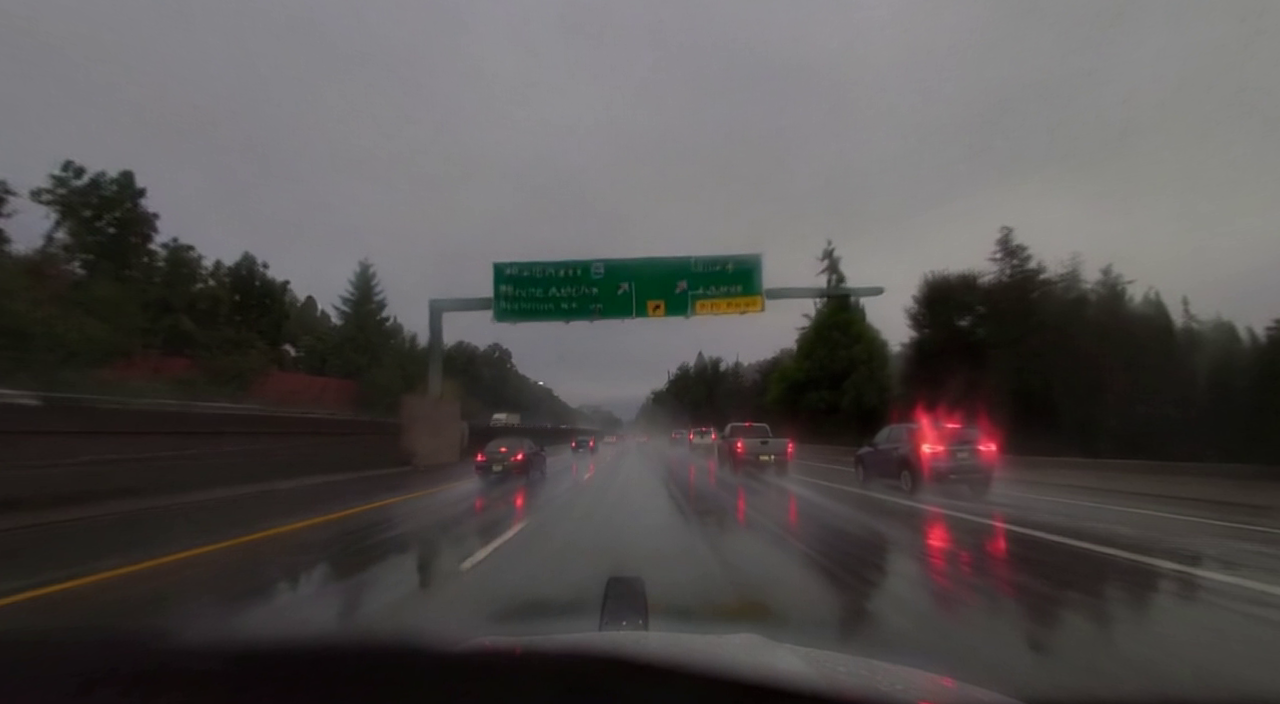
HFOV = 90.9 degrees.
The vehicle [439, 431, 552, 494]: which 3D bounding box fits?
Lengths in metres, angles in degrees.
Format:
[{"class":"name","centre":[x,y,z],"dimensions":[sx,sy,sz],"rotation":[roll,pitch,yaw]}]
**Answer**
[{"class":"vehicle","centre":[-3.708,2.909,16.985],"dimensions":[1.978,1.473,4.073],"rotation":[0,-8,1]}]

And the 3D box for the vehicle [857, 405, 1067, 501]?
[{"class":"vehicle","centre":[7.674,2.509,15.965],"dimensions":[2.291,1.968,5.662],"rotation":[0,-8,0]}]

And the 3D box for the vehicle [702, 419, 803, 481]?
[{"class":"vehicle","centre":[3.800,3.479,22.612],"dimensions":[2.517,1.935,5.552],"rotation":[0,-8,-1]}]

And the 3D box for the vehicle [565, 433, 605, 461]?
[{"class":"vehicle","centre":[-3.341,5.890,39.307],"dimensions":[2.020,1.628,4.248],"rotation":[0,-8,2]}]
